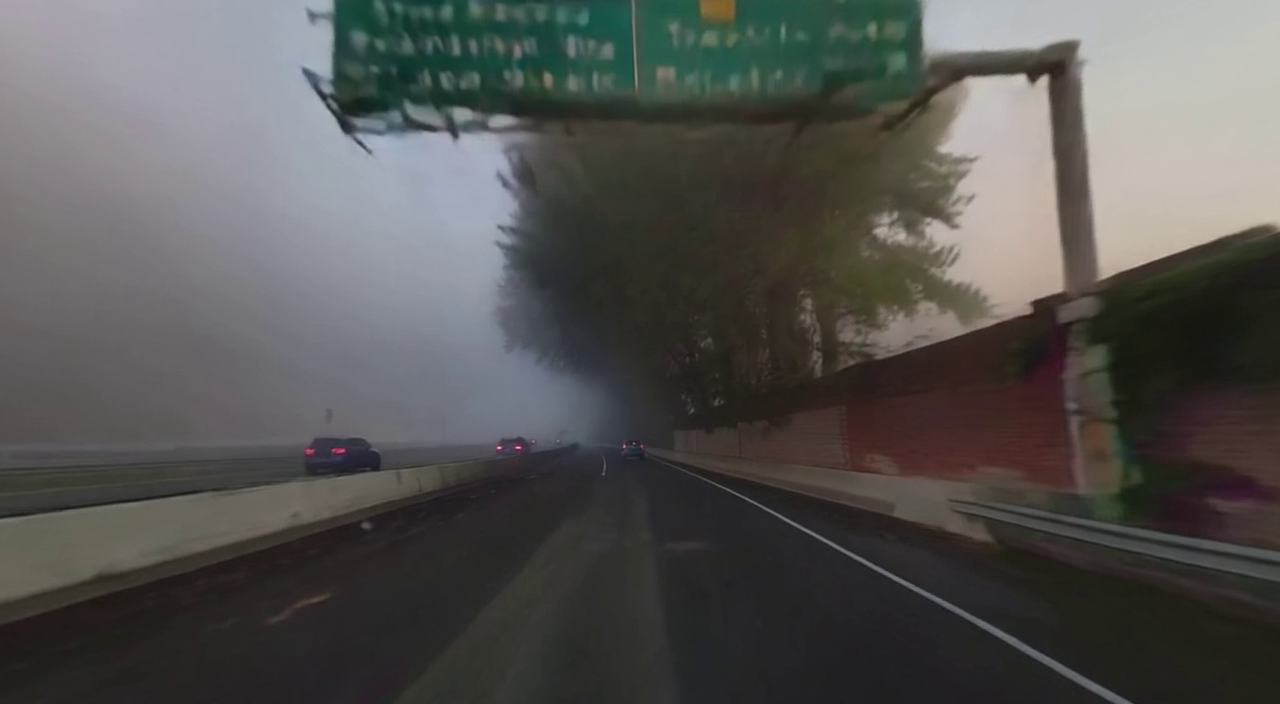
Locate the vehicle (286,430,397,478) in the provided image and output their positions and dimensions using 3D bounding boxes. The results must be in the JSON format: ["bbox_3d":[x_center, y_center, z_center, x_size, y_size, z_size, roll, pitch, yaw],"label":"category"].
[{"bbox_3d":[-11.200,3.869,24.054,2.025,1.618,4.683,0,-9,-1],"label":"vehicle"}]

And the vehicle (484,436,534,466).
[{"bbox_3d":[-7.933,6.057,38.668,2.151,1.707,4.759,0,-8,-1],"label":"vehicle"}]
